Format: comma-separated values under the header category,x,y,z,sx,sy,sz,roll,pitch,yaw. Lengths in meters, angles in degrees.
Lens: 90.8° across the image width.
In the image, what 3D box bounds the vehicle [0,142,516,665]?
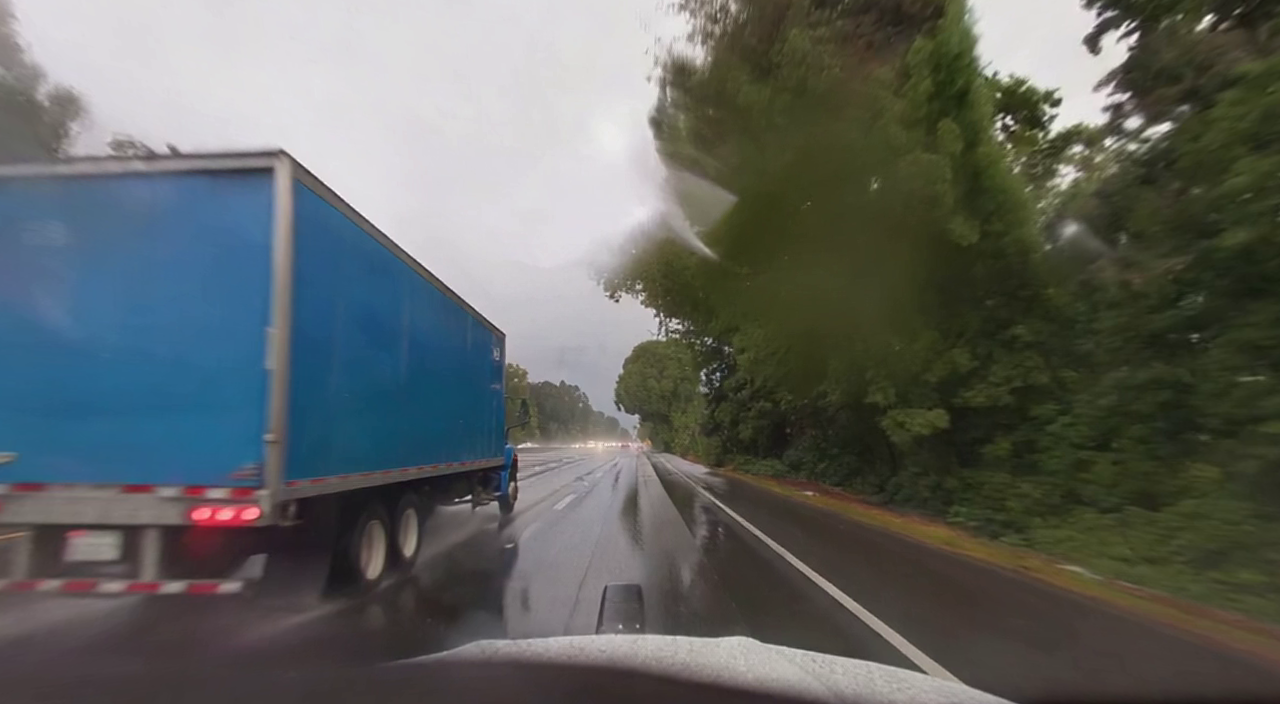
category,x,y,z,sx,sy,sz,roll,pitch,yaw
vehicle,-3.829,0.825,8.060,2.874,3.309,8.208,0,-8,-1
